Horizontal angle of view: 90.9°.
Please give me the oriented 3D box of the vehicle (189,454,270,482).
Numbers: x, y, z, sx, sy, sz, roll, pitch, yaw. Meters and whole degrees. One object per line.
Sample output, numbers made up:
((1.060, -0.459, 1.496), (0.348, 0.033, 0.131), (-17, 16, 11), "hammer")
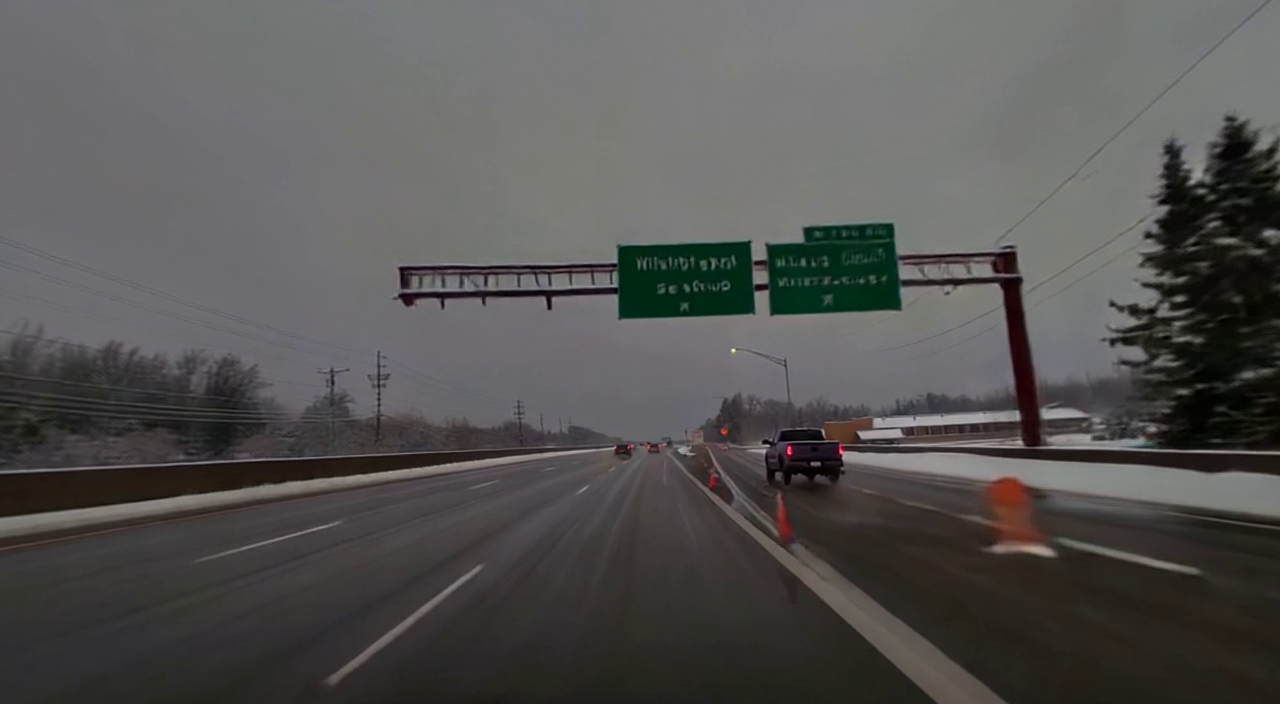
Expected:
((-24.503, 6.926, 37.826), (1.779, 1.476, 4.507), (0, -8, 1), "vehicle")

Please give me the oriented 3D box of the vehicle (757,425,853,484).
((5.669, 3.609, 22.526), (2.186, 1.840, 5.289), (0, -8, 2), "vehicle")
